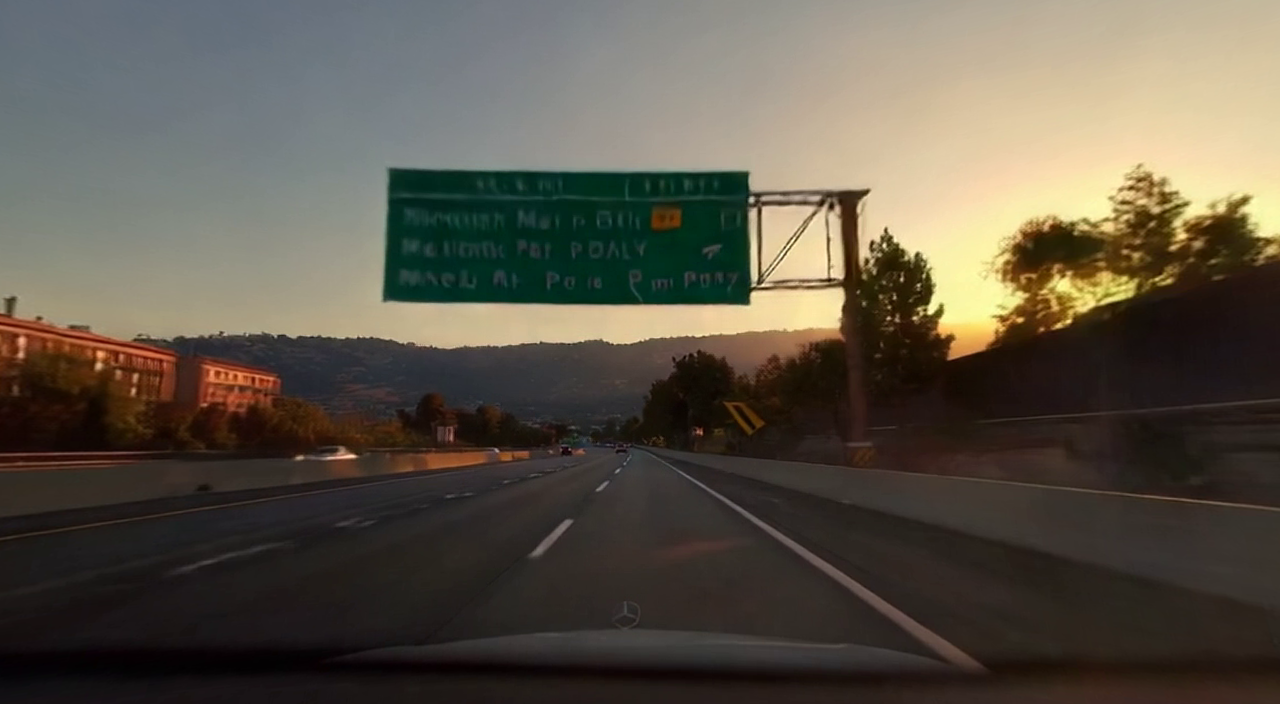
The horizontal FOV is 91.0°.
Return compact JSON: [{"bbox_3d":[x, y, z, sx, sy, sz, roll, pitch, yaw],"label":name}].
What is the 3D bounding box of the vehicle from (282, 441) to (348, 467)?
[{"bbox_3d":[-20.296,6.365,39.460,1.967,1.517,3.971,0,-9,0],"label":"vehicle"}]
